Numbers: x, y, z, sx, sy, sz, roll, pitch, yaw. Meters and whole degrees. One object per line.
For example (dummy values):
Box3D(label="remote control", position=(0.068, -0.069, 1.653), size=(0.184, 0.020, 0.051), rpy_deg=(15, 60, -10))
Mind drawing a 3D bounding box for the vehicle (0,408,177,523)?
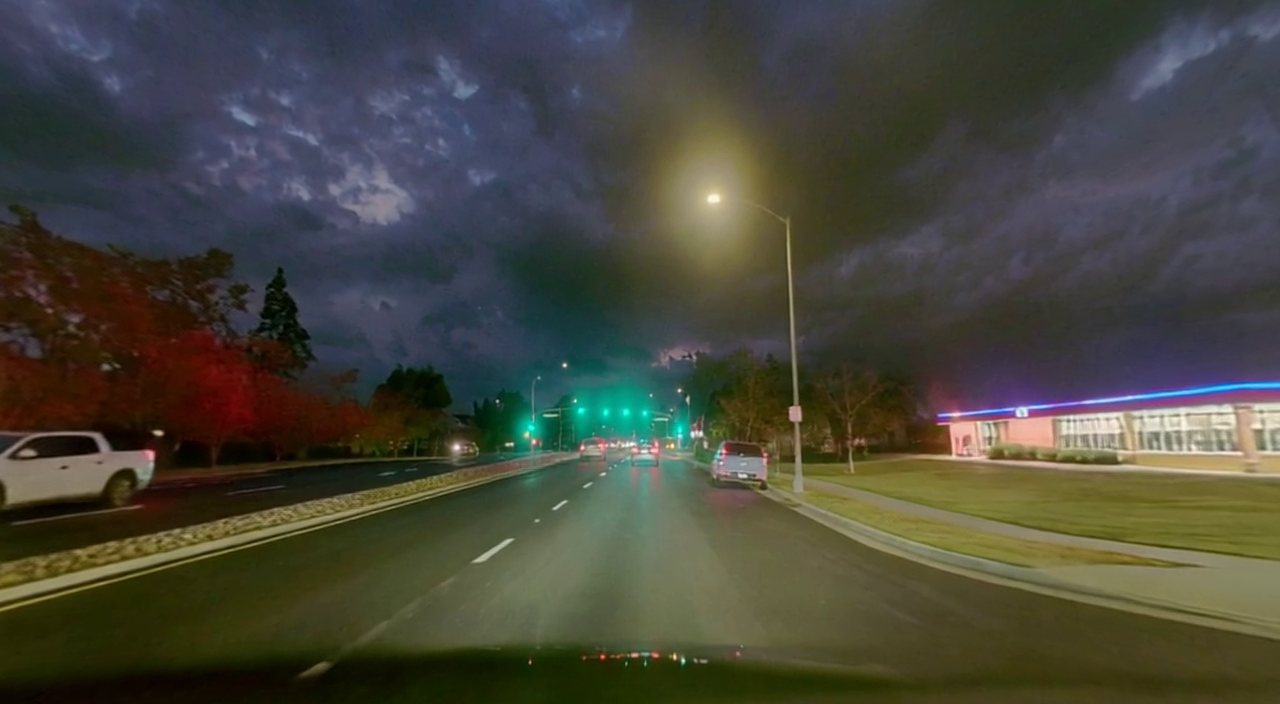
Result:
Box3D(label="vehicle", position=(-11.998, 2.151, 12.225), size=(2.260, 1.921, 4.902), rpy_deg=(0, -8, 1))

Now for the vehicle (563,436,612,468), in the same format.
Box3D(label="vehicle", position=(-2.564, 5.011, 31.901), size=(1.921, 1.477, 4.083), rpy_deg=(-1, -8, 3))

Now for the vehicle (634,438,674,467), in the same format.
Box3D(label="vehicle", position=(0.791, 5.520, 34.961), size=(2.085, 1.475, 3.976), rpy_deg=(0, -8, 2))

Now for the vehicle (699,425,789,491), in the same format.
Box3D(label="vehicle", position=(3.164, 3.362, 20.365), size=(2.175, 1.850, 5.118), rpy_deg=(0, -8, 2))
